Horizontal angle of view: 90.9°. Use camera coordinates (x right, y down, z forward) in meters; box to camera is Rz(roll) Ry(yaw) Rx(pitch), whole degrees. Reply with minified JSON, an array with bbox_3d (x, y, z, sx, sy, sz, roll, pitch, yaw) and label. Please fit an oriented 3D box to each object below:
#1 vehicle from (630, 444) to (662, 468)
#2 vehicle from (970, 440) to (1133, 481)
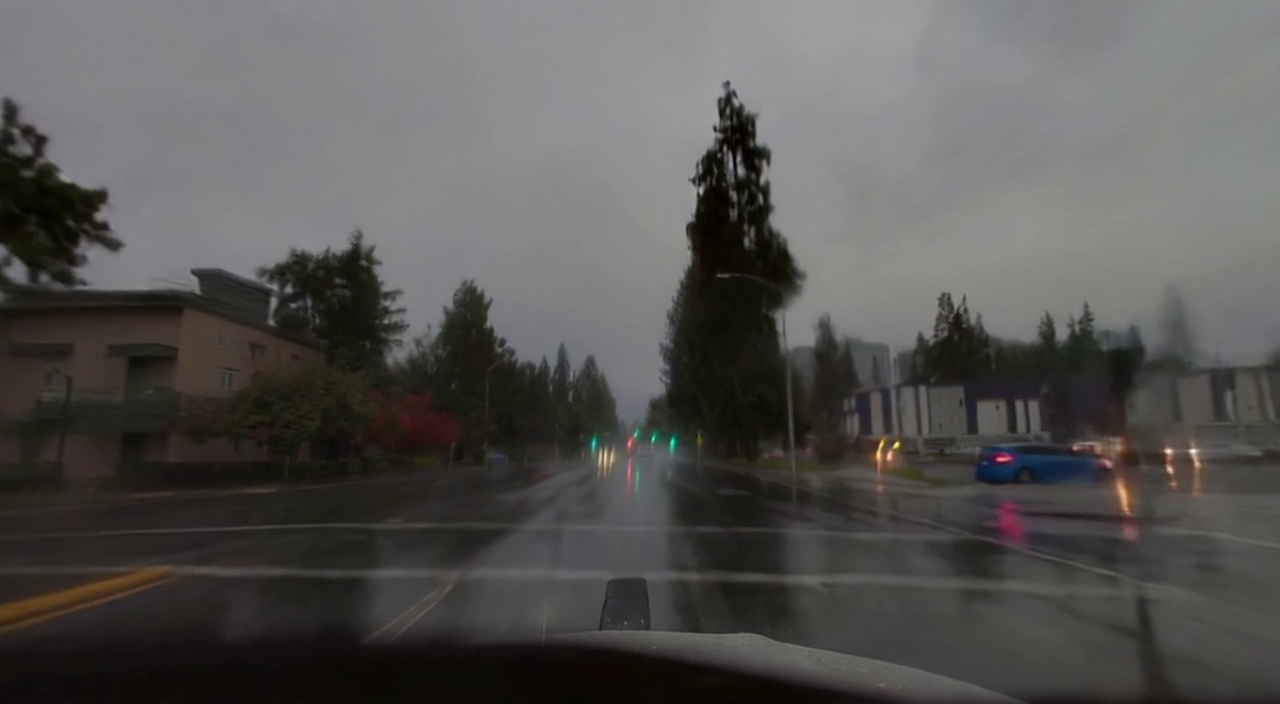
[{"bbox_3d":[0.423,7.558,45.960,2.200,1.653,4.127,0,-8,0],"label":"vehicle"},{"bbox_3d":[15.596,4.118,24.082,4.824,1.462,1.974,0,-8,-1],"label":"vehicle"}]
